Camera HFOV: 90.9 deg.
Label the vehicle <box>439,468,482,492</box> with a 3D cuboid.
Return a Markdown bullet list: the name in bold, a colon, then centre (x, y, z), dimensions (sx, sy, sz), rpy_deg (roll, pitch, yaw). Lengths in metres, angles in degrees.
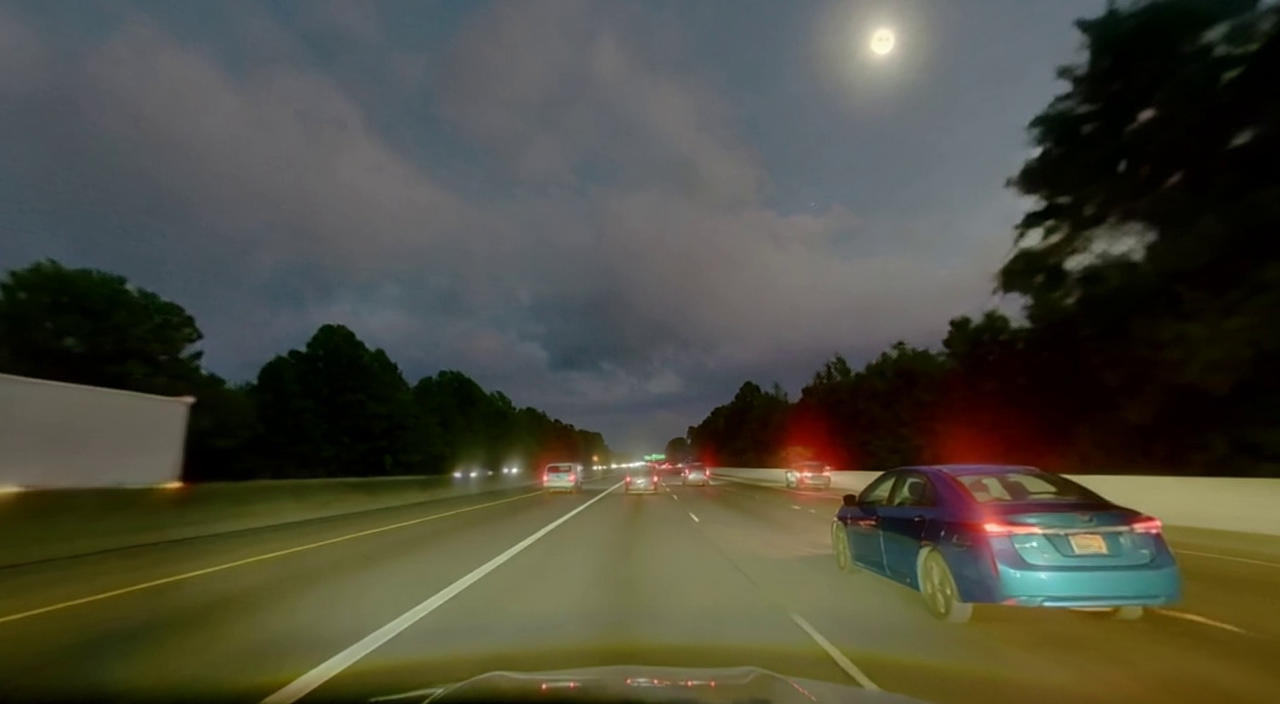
- **vehicle**: centre (-13.268, 9.497, 46.868), dimensions (1.921, 1.633, 4.323), rpy_deg (0, -10, 0)

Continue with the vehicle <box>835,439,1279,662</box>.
- **vehicle**: centre (3.606, 1.766, 6.477), dimensions (1.938, 1.561, 3.786), rpy_deg (1, -10, -1)

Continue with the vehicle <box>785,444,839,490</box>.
- **vehicle**: centre (11.697, 7.865, 43.212), dimensions (2.343, 2.919, 4.417), rpy_deg (1, -10, -1)

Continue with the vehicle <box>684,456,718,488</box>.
- **vehicle**: centre (4.388, 8.670, 45.696), dimensions (2.030, 2.172, 3.621), rpy_deg (1, -10, -1)

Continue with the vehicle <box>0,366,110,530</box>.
- **vehicle**: centre (-16.150, 1.816, 12.324), dimensions (2.875, 3.702, 9.671), rpy_deg (0, -10, 1)

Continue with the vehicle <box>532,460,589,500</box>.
- **vehicle**: centre (-3.654, 5.981, 29.624), dimensions (2.021, 1.706, 4.247), rpy_deg (0, -10, 1)

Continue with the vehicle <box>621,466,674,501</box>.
- **vehicle**: centre (0.356, 5.944, 28.692), dimensions (2.241, 1.425, 3.973), rpy_deg (0, -10, 0)
